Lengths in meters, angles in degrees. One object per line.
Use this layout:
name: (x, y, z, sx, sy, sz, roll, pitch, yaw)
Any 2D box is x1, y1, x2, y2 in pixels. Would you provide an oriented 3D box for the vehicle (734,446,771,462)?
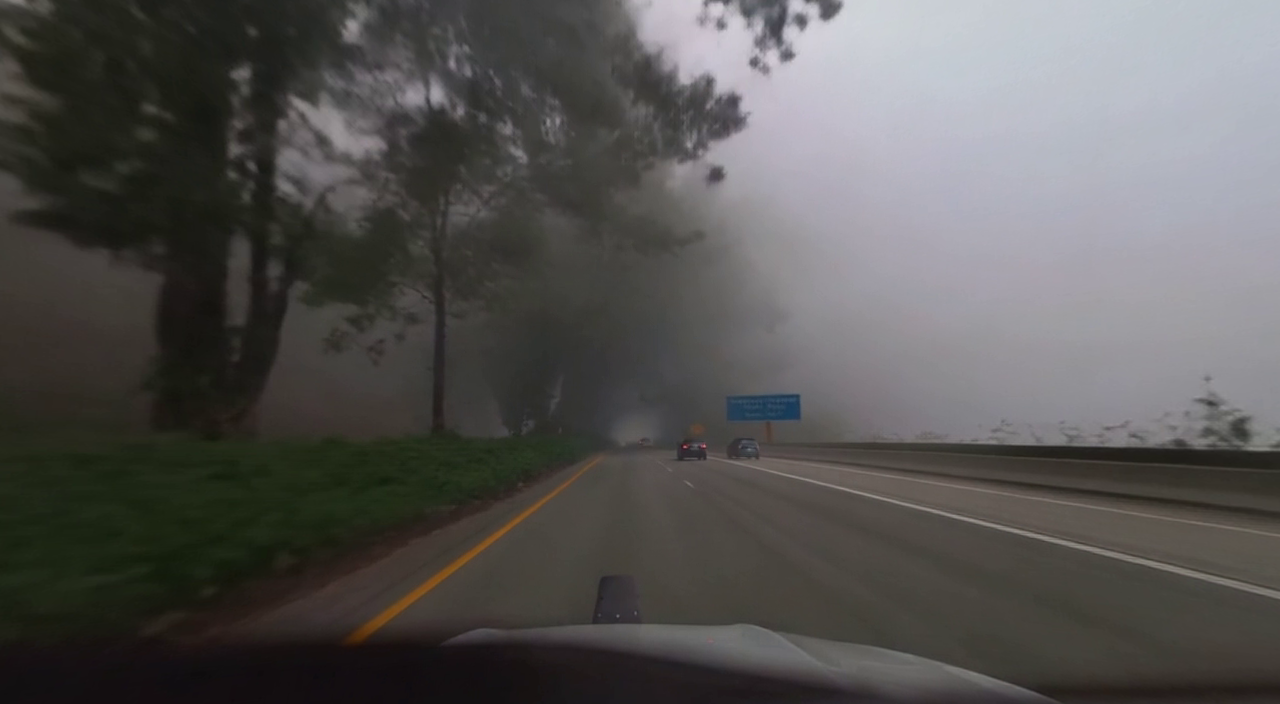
vehicle: (6.713, 6.119, 37.820, 1.535, 0.862, 2.814, 0, -8, -3)

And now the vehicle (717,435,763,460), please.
vehicle: (6.538, 6.257, 41.665, 2.003, 1.522, 4.940, 0, -8, -2)

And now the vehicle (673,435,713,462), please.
vehicle: (3.069, 5.652, 37.083, 1.819, 1.468, 3.770, 0, -8, -3)
